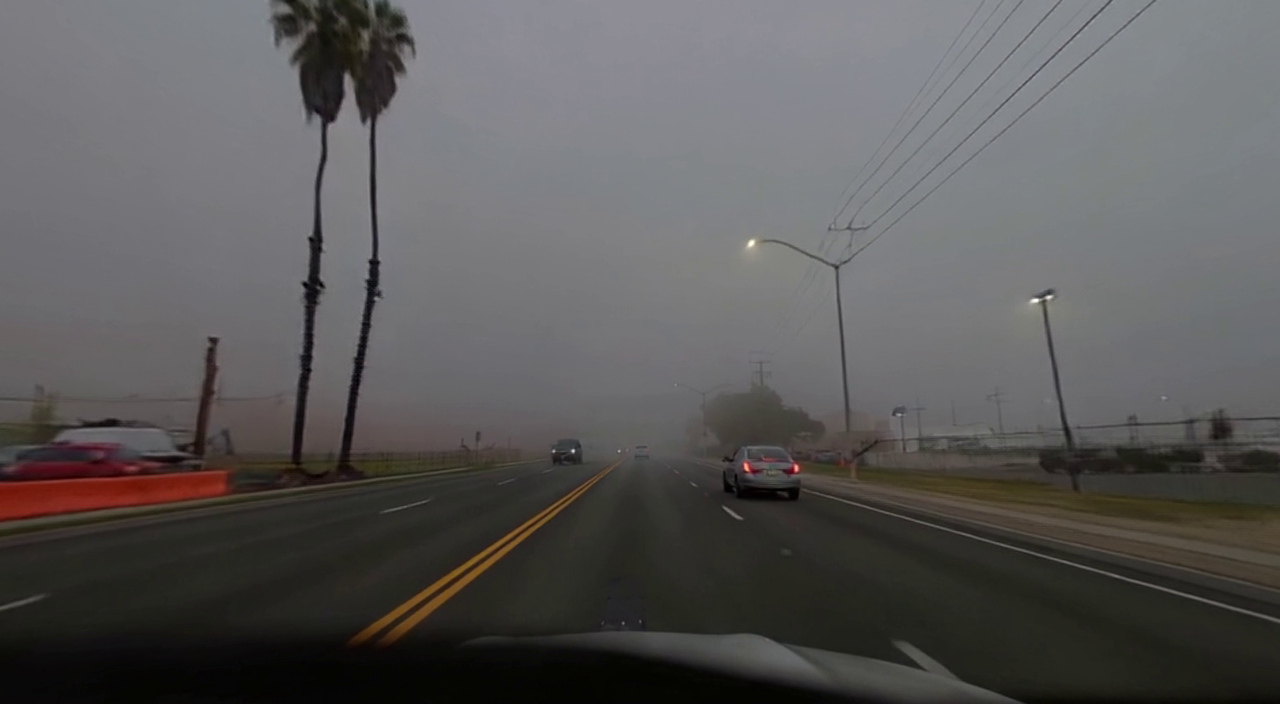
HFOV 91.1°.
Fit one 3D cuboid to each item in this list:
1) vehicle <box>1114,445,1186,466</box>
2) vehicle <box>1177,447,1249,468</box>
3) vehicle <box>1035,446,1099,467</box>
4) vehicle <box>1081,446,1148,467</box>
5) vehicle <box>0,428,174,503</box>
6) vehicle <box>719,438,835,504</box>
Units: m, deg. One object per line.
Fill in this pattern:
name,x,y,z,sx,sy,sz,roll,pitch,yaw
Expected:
vehicle,39.168,7.945,48.361,1.869,1.516,4.343,0,-8,0
vehicle,44.671,8.190,49.036,1.776,1.502,4.088,2,-8,0
vehicle,32.849,8.017,48.456,1.851,1.522,4.665,0,-8,2
vehicle,36.004,7.897,47.762,1.784,1.509,4.273,0,-8,2
vehicle,-18.032,3.381,19.040,5.894,2.071,2.464,8,-11,-41
vehicle,3.575,3.200,17.386,2.148,1.562,4.642,0,-8,0
